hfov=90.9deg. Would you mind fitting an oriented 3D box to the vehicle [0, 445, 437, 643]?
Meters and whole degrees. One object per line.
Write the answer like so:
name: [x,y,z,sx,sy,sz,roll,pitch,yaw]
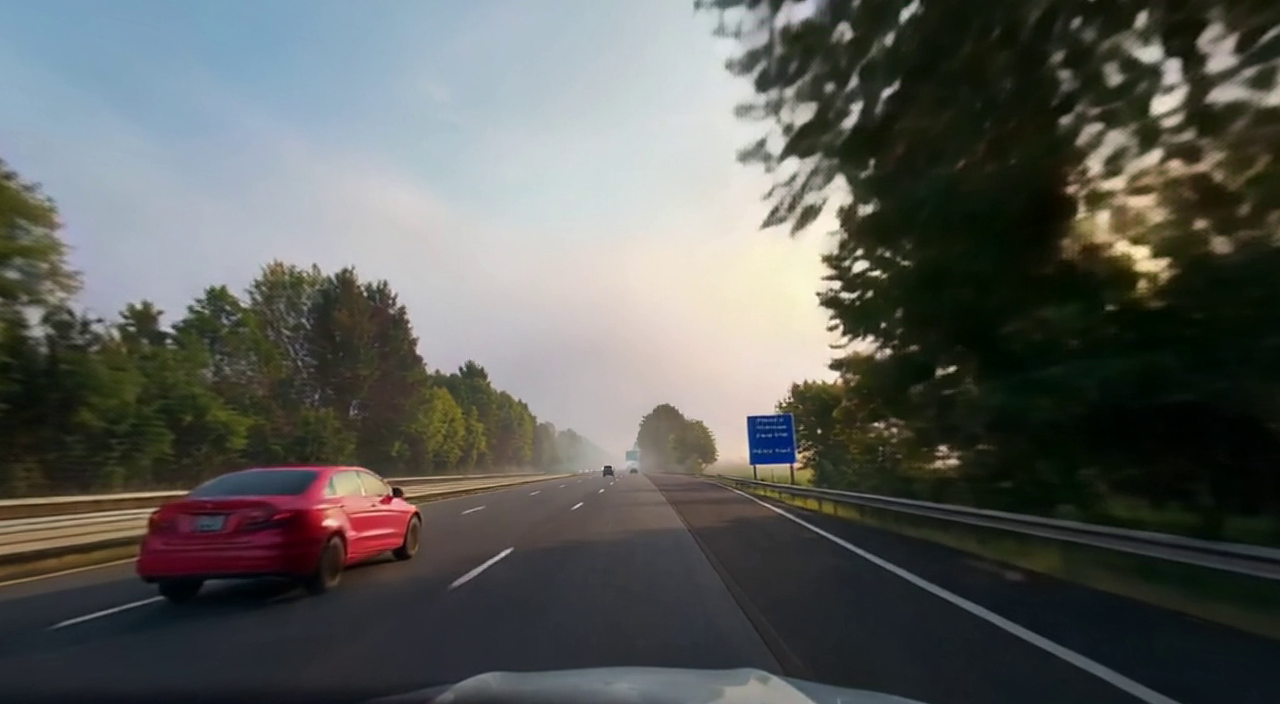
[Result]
vehicle: [-4.170,1.869,7.112,2.183,1.435,4.653,1,-10,0]
